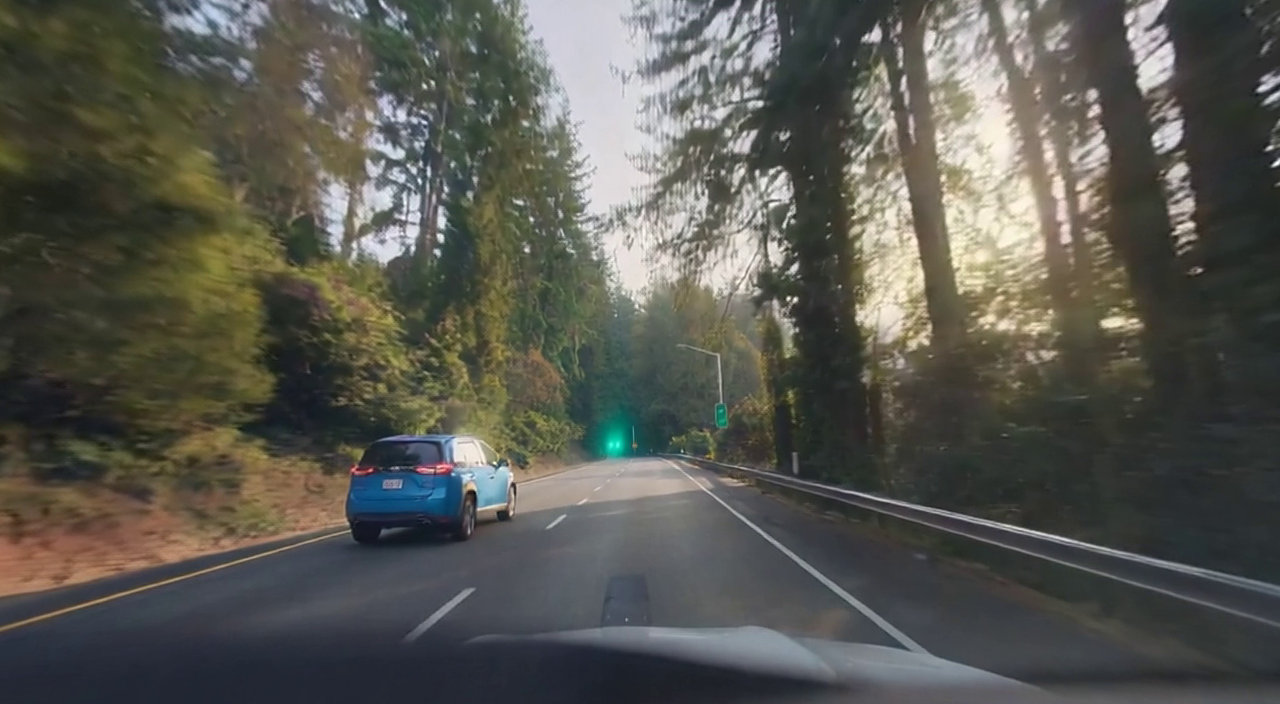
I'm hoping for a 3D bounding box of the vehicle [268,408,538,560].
[{"bbox_3d":[-3.354,2.007,10.377,2.336,1.857,4.986,-1,-8,2],"label":"vehicle"}]
